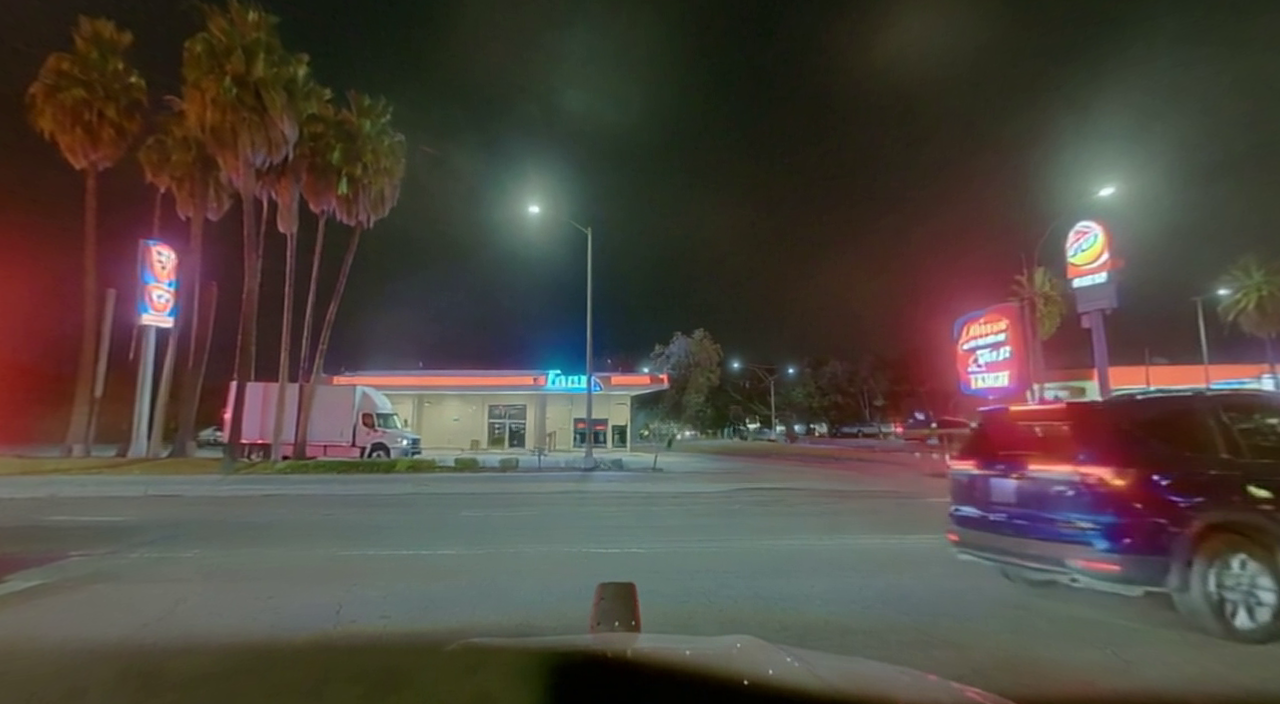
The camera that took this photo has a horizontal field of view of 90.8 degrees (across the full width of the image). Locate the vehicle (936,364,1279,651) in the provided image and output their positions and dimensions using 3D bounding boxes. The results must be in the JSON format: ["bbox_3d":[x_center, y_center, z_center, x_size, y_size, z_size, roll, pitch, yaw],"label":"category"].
[{"bbox_3d":[5.133,1.085,4.960,4.493,1.728,2.137,0,-9,0],"label":"vehicle"}]

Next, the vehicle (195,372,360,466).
[{"bbox_3d":[-16.951,3.376,30.448,3.034,3.929,7.699,0,-9,2],"label":"vehicle"}]
